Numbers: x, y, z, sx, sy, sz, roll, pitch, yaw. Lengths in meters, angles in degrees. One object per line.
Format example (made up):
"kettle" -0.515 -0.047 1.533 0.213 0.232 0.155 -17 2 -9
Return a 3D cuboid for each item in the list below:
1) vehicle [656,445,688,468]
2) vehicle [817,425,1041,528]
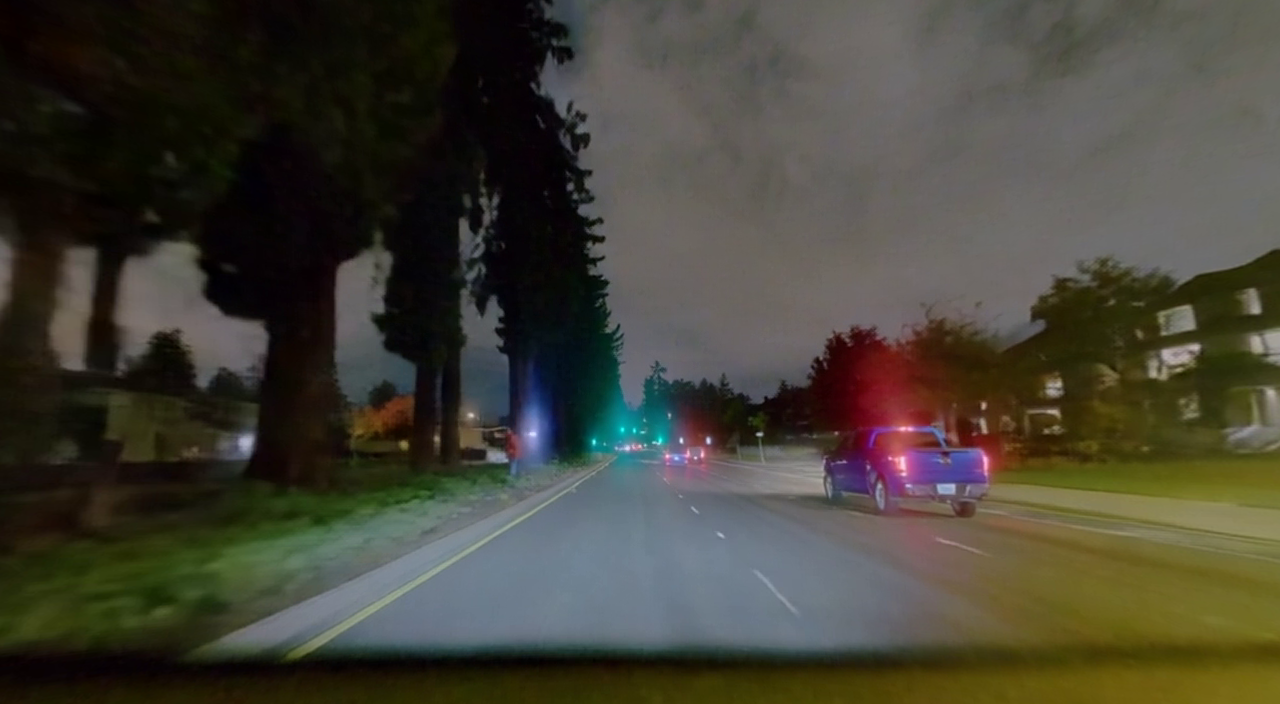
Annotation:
"vehicle" 2.398 8.000 48.437 2.061 1.632 4.222 1 -9 -2
"vehicle" 5.919 2.644 14.029 2.262 1.769 5.666 1 -9 -1
